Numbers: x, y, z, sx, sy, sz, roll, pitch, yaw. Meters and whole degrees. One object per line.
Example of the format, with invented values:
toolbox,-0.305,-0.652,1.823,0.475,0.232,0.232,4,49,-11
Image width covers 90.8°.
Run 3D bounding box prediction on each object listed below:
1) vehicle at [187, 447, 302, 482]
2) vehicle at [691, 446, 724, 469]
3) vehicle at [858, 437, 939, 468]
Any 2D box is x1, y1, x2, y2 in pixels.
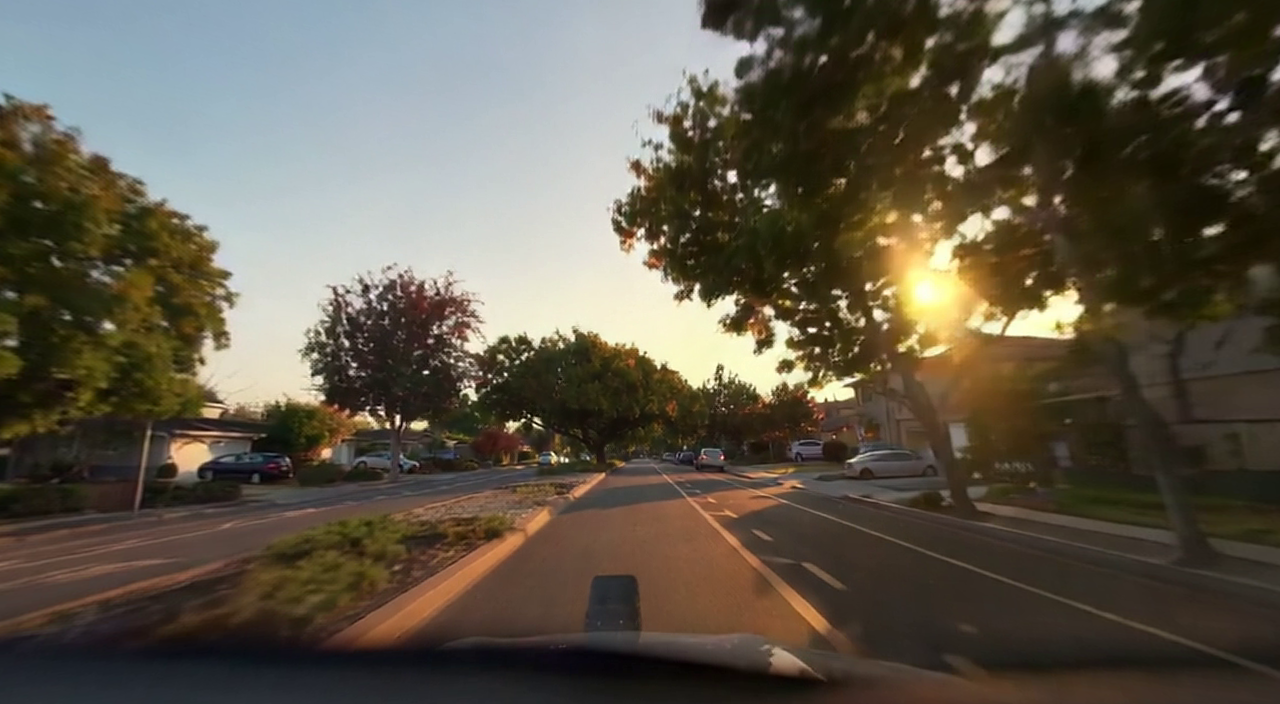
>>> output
vehicle,-21.954,6.245,35.231,4.889,1.822,2.159,0,-9,-2
vehicle,5.169,8.140,48.810,2.001,1.693,4.311,0,-9,-1
vehicle,15.430,6.043,37.916,4.010,1.751,1.922,-1,-9,3
